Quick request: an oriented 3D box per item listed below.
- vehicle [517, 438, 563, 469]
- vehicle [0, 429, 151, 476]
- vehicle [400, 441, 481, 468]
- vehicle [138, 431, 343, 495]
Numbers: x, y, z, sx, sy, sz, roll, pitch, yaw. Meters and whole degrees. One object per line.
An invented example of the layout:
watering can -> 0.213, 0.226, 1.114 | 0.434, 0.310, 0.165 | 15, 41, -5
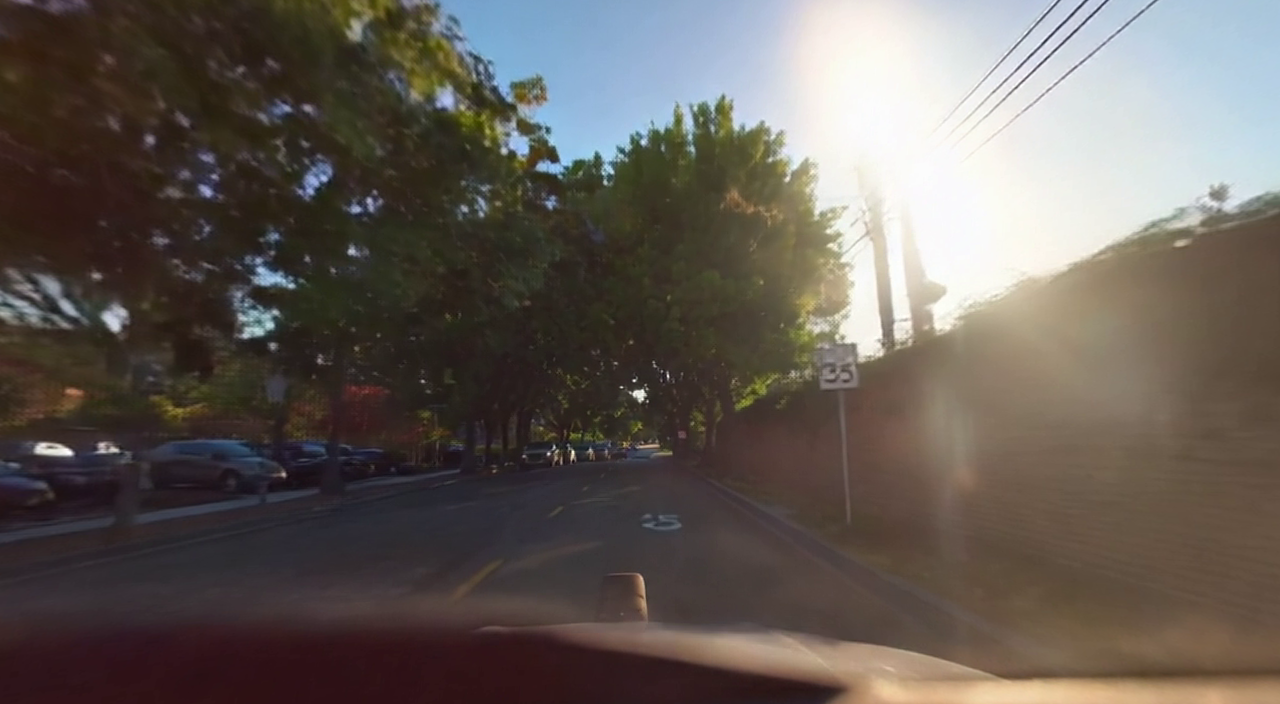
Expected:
vehicle -> -6.489, 6.647, 41.718 | 2.109, 1.847, 5.553 | 0, -8, 0
vehicle -> -26.072, 4.559, 28.894 | 5.348, 1.967, 2.358 | 1, -8, -1
vehicle -> -13.962, 7.176, 44.511 | 4.991, 1.692, 1.960 | 2, -8, -2
vehicle -> -13.438, 3.764, 21.565 | 5.428, 1.908, 2.196 | 1, -9, 0
